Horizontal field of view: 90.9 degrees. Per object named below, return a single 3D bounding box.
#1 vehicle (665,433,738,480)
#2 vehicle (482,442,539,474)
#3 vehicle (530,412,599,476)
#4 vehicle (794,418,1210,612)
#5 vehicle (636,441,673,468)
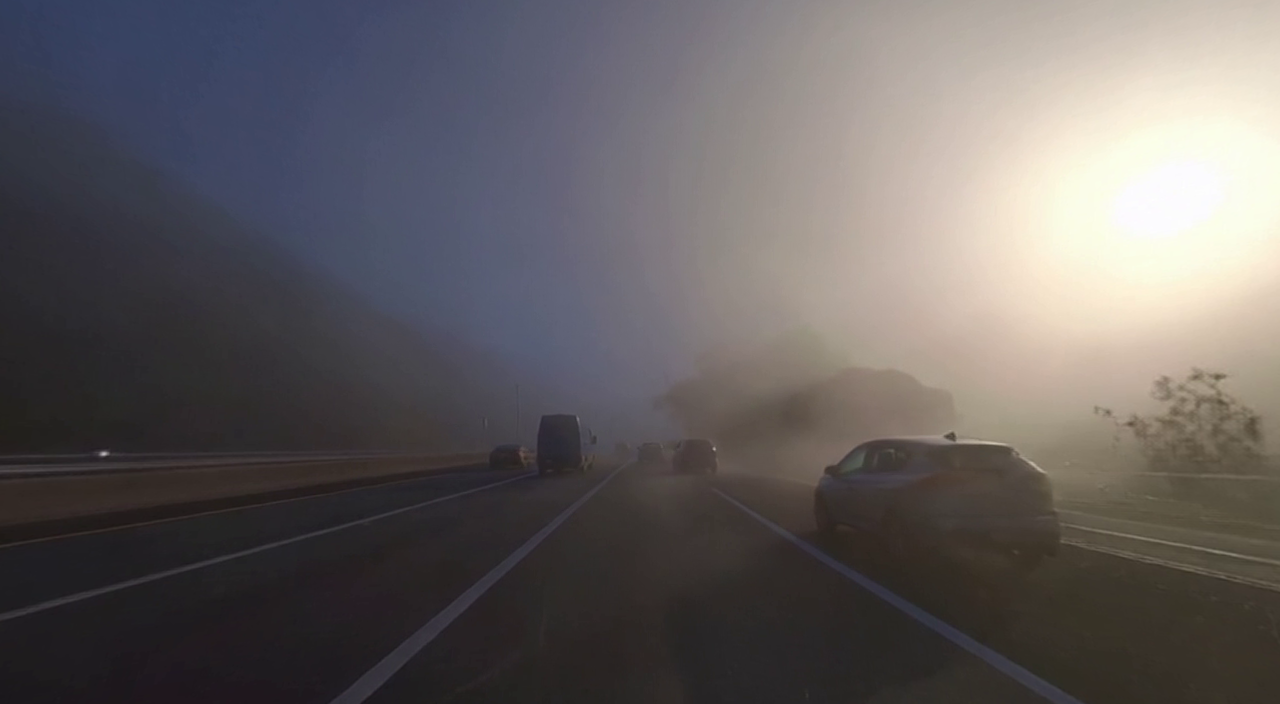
[{"bbox_3d":[2.330,4.126,25.114,2.270,1.660,4.101,0,-8,-3],"label":"vehicle"},{"bbox_3d":[-6.631,5.451,32.725,1.964,1.487,4.417,0,-8,1],"label":"vehicle"},{"bbox_3d":[-3.342,4.266,29.245,2.396,2.664,5.735,-1,-8,1],"label":"vehicle"},{"bbox_3d":[3.395,1.606,7.199,2.050,1.491,4.362,0,-8,-2],"label":"vehicle"},{"bbox_3d":[0.795,5.966,36.908,2.054,1.504,3.890,0,-8,0],"label":"vehicle"}]
